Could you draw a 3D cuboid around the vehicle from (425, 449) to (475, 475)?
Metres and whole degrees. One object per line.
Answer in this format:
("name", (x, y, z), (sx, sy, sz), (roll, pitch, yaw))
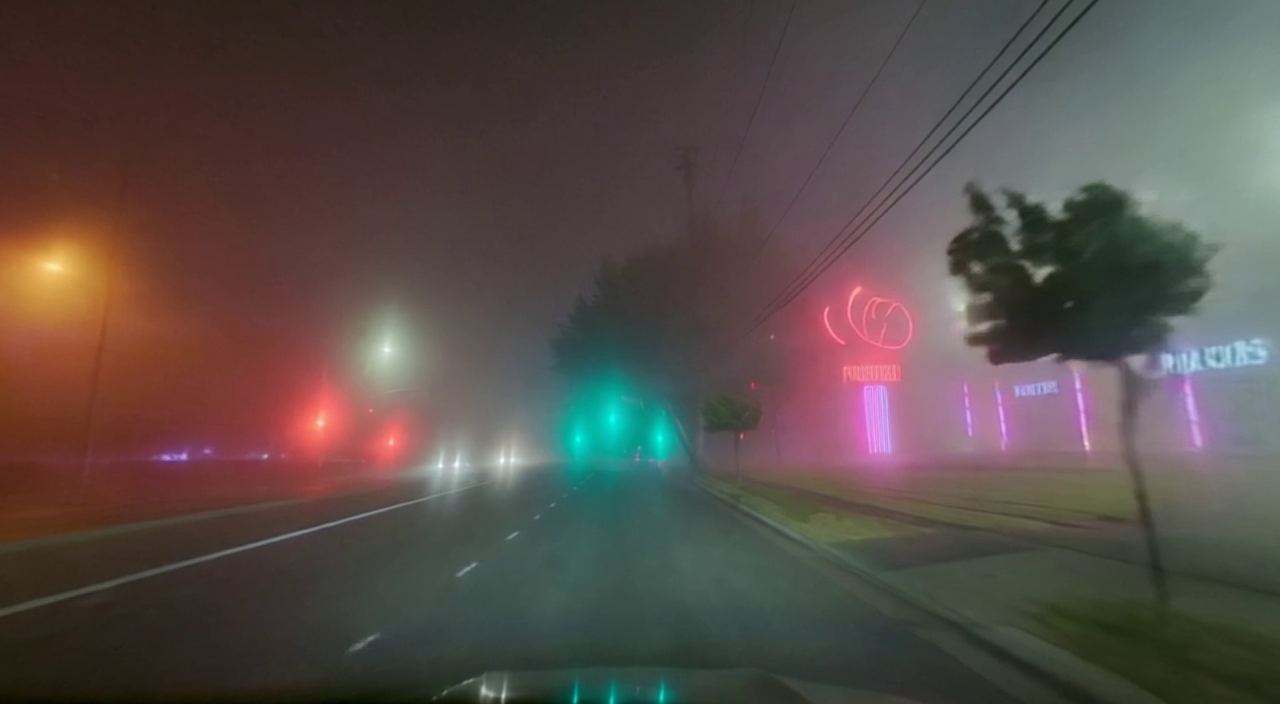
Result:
("vehicle", (-13.257, 7.695, 44.214), (2.145, 1.660, 4.423), (0, -9, 0))

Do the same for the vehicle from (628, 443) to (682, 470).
("vehicle", (1.071, 6.742, 40.845), (2.191, 1.607, 4.361), (-3, -9, 21))
